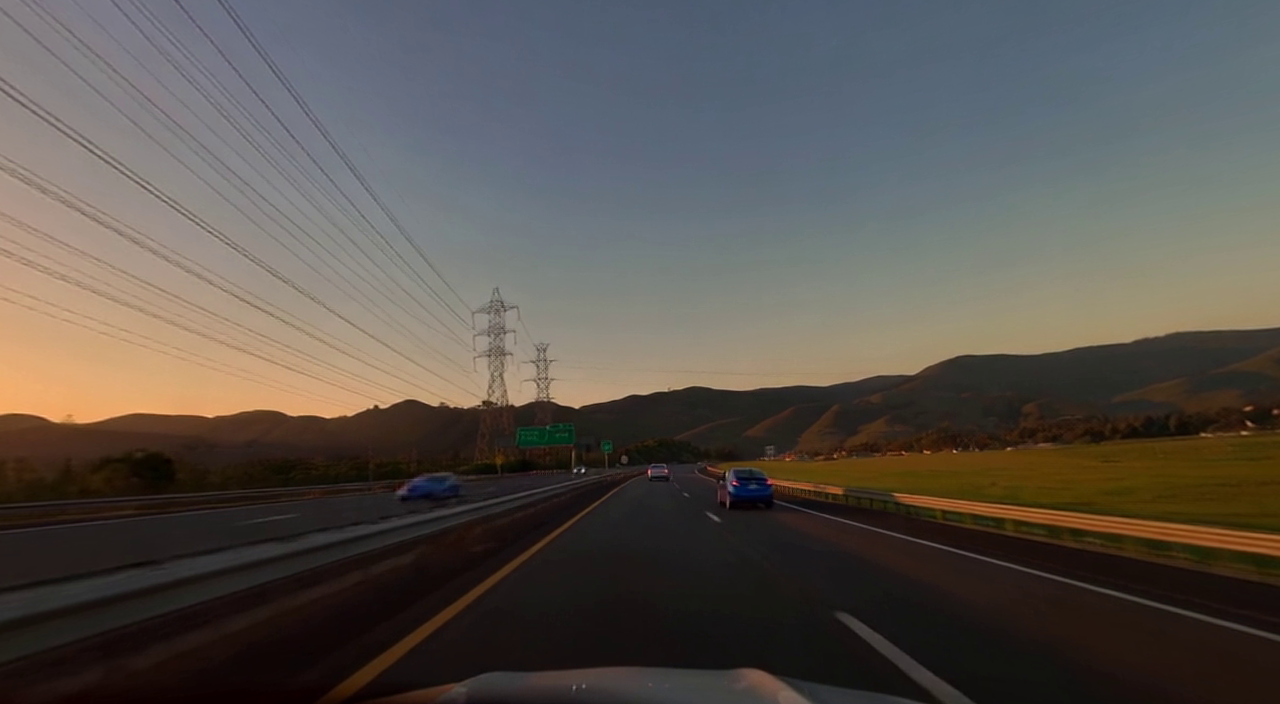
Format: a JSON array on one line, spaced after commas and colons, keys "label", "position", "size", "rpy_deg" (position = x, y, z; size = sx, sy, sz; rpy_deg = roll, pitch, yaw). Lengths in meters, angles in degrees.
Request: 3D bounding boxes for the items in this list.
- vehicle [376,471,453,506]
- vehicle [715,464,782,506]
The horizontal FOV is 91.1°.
[{"label": "vehicle", "position": [-10.218, 6.210, 28.817], "size": [1.889, 1.401, 4.199], "rpy_deg": [1, -10, 1]}, {"label": "vehicle", "position": [4.311, 5.366, 25.680], "size": [1.985, 1.521, 3.904], "rpy_deg": [1, -10, -1]}]
